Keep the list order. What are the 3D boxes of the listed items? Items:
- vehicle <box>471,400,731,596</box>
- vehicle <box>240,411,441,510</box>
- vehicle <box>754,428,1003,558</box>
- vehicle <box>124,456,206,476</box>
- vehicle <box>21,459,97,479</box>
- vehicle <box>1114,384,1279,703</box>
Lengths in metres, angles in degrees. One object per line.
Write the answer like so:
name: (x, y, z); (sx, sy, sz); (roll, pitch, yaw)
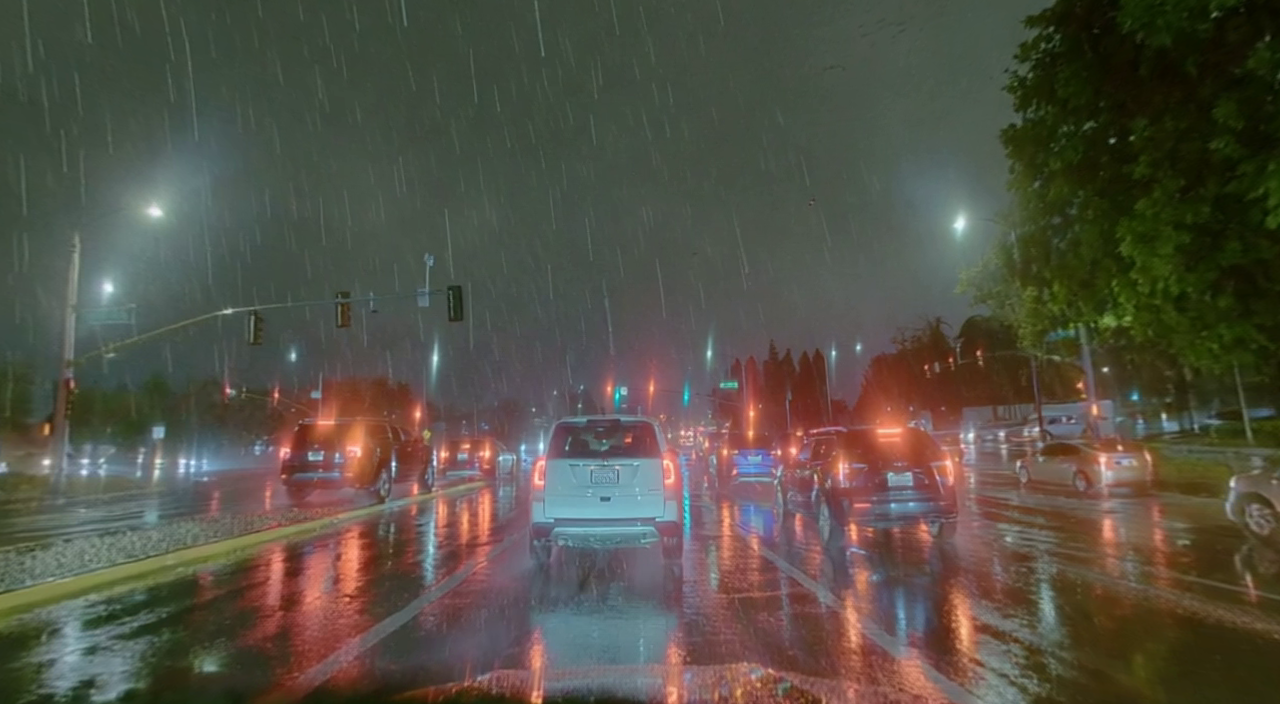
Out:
vehicle: (-0.322, 1.574, 7.564); (2.256, 1.694, 4.055); (0, -8, 1)
vehicle: (-6.737, 2.527, 15.000); (2.214, 1.953, 5.017); (0, -9, 1)
vehicle: (3.146, 1.955, 9.492); (1.971, 1.473, 4.495); (0, -8, 0)
vehicle: (-37.349, 8.950, 49.416); (4.914, 1.487, 1.850); (0, -9, 0)
vehicle: (-45.687, 9.177, 49.398); (4.232, 1.498, 1.791); (0, -9, 1)
vehicle: (3.301, 0.665, 0.812); (1.980, 1.515, 4.362); (0, -8, 1)
